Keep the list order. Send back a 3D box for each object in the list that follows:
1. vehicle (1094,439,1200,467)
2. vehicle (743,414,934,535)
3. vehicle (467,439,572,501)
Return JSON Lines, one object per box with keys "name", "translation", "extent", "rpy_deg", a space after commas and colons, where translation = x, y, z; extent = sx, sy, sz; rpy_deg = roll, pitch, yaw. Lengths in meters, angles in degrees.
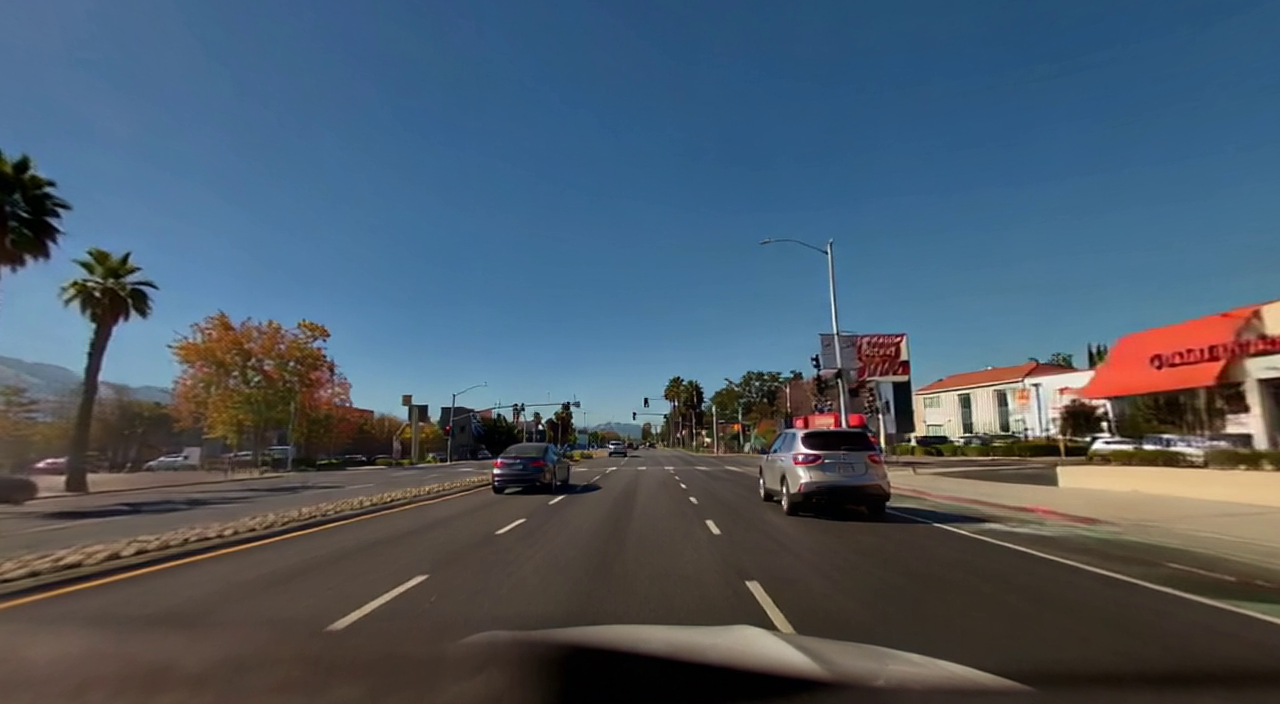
{"name": "vehicle", "translation": [31.668, 6.330, 39.724], "extent": [1.947, 1.539, 5.296], "rpy_deg": [-2, -8, -4]}
{"name": "vehicle", "translation": [3.213, 2.093, 11.290], "extent": [1.982, 1.711, 4.276], "rpy_deg": [0, -9, 0]}
{"name": "vehicle", "translation": [-3.183, 3.199, 17.582], "extent": [2.034, 1.498, 3.995], "rpy_deg": [-1, -9, 2]}
